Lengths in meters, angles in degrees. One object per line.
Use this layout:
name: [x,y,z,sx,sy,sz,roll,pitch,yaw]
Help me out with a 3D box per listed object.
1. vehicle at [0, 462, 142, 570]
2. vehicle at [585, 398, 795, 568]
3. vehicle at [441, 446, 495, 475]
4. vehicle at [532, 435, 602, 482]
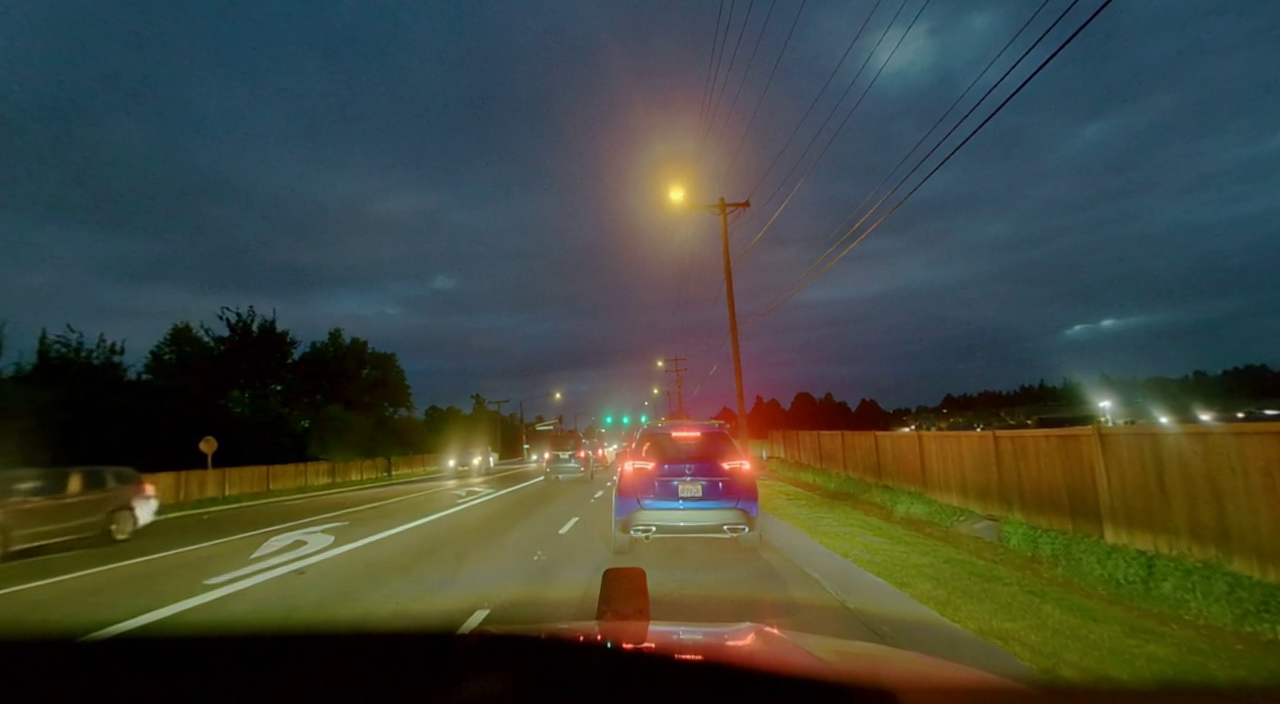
vehicle: [-11.421,2.855,11.203,1.893,1.662,3.966,0,-9,-1]
vehicle: [0.487,1.671,8.686,2.174,1.749,4.113,0,-9,-1]
vehicle: [-11.741,7.406,43.366,2.187,1.863,5.152,0,-9,1]
vehicle: [-2.707,4.069,24.301,2.037,1.639,4.213,0,-9,2]
